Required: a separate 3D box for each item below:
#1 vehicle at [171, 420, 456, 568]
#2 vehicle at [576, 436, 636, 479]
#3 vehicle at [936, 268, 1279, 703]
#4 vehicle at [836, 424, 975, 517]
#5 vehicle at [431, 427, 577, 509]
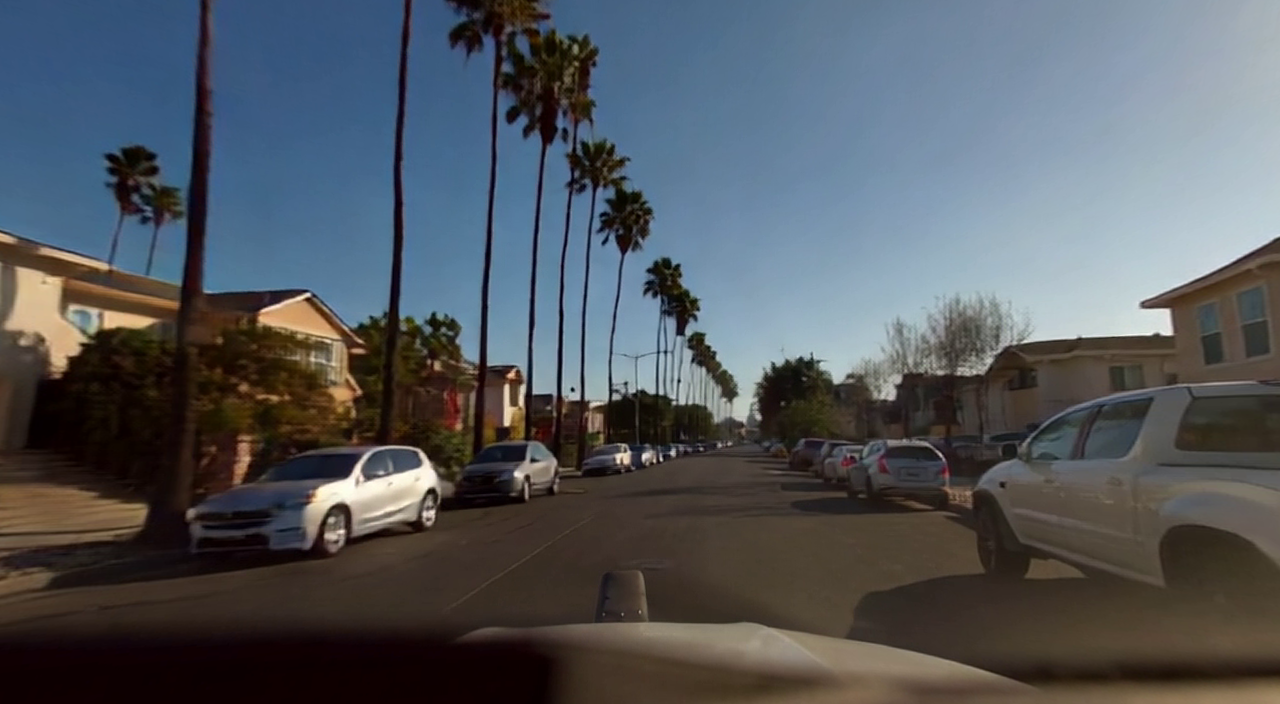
[{"bbox_3d":[-4.406,1.925,9.328,1.816,1.697,3.777,-1,-8,8],"label":"vehicle"},{"bbox_3d":[-1.484,4.792,29.039,1.947,1.803,4.381,-2,-8,8],"label":"vehicle"},{"bbox_3d":[4.601,0.978,4.612,2.649,2.232,6.576,-2,-8,10],"label":"vehicle"},{"bbox_3d":[6.230,2.799,15.502,1.964,1.889,4.708,-2,-8,8],"label":"vehicle"},{"bbox_3d":[-3.361,2.992,16.930,2.020,1.819,5.168,-2,-8,9],"label":"vehicle"}]
